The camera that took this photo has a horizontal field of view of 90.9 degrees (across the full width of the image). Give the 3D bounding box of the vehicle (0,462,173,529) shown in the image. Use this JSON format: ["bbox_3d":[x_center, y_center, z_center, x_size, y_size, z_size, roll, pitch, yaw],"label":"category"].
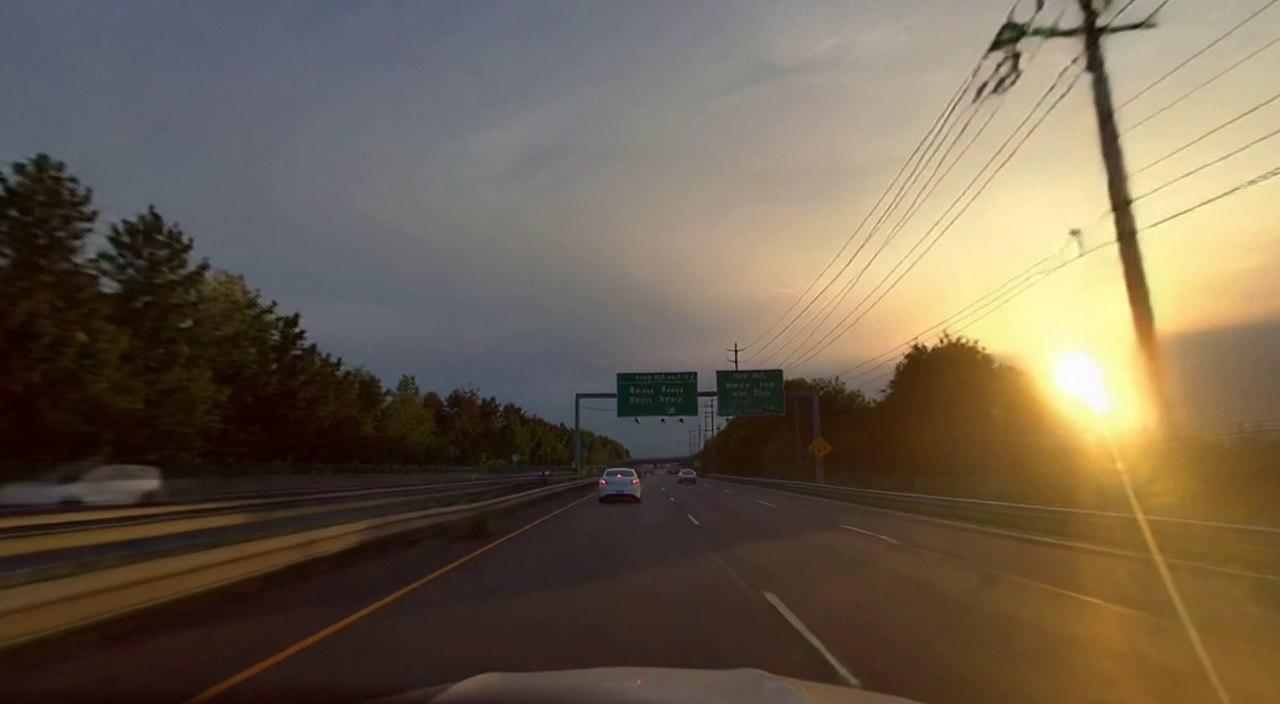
[{"bbox_3d":[-15.264,3.766,17.039,1.812,1.510,4.420,1,-10,0],"label":"vehicle"}]

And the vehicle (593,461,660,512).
[{"bbox_3d":[-0.409,4.418,21.010,1.987,1.480,3.786,1,-10,0],"label":"vehicle"}]
